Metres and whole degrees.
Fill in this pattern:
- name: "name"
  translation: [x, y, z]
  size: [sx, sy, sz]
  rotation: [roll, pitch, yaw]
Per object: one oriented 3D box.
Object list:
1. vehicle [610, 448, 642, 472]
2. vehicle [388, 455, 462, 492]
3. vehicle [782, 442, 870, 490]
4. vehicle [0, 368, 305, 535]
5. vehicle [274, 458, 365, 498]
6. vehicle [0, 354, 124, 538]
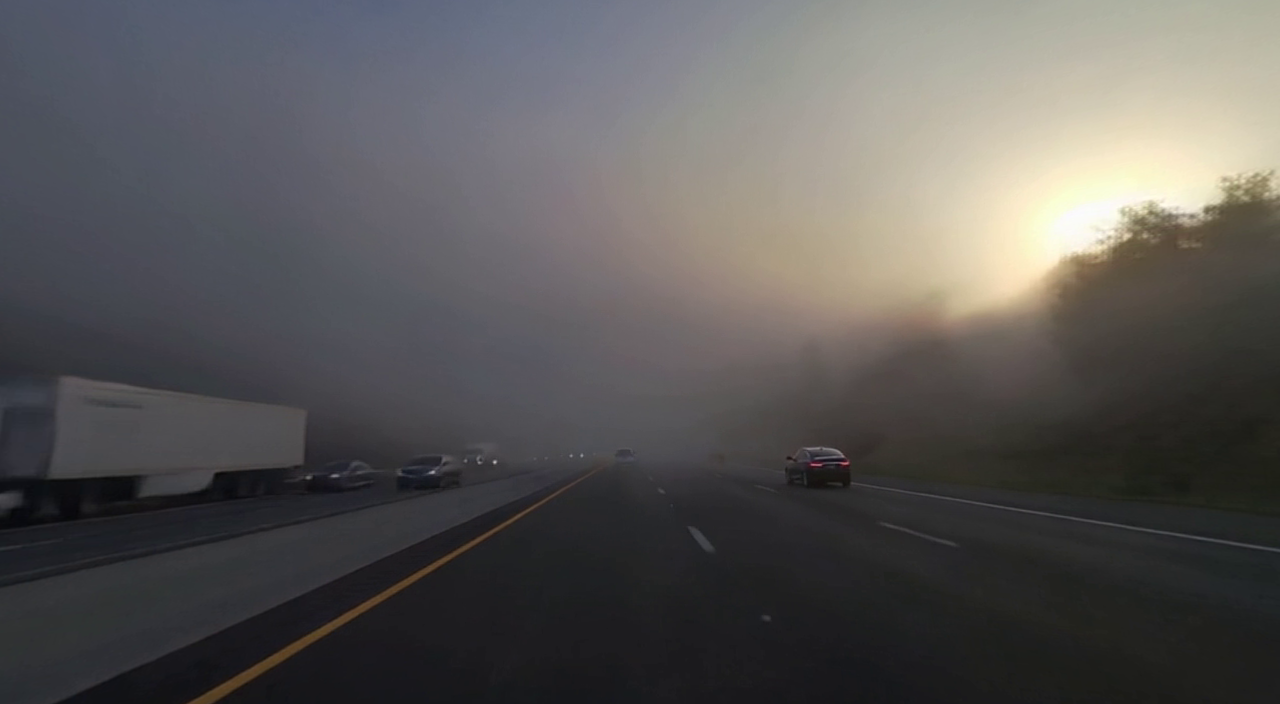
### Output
- name: "vehicle"
  translation: [-0.935, 7.339, 42.927]
  size: [2.021, 1.507, 4.272]
  rotation: [0, -9, -1]
- name: "vehicle"
  translation: [-9.348, 5.275, 27.759]
  size: [1.871, 1.472, 3.866]
  rotation: [0, -9, 0]
- name: "vehicle"
  translation: [6.681, 4.135, 23.158]
  size: [1.903, 1.566, 3.866]
  rotation: [0, -9, -2]
- name: "vehicle"
  translation: [-16.999, 3.476, 22.193]
  size: [2.933, 4.011, 13.984]
  rotation: [0, -9, -1]
- name: "vehicle"
  translation: [-13.779, 5.421, 27.421]
  size: [1.807, 1.535, 4.105]
  rotation: [0, -9, -1]
- name: "vehicle"
  translation: [-16.854, 2.291, 15.322]
  size: [3.339, 4.325, 5.934]
  rotation: [0, -9, -1]
